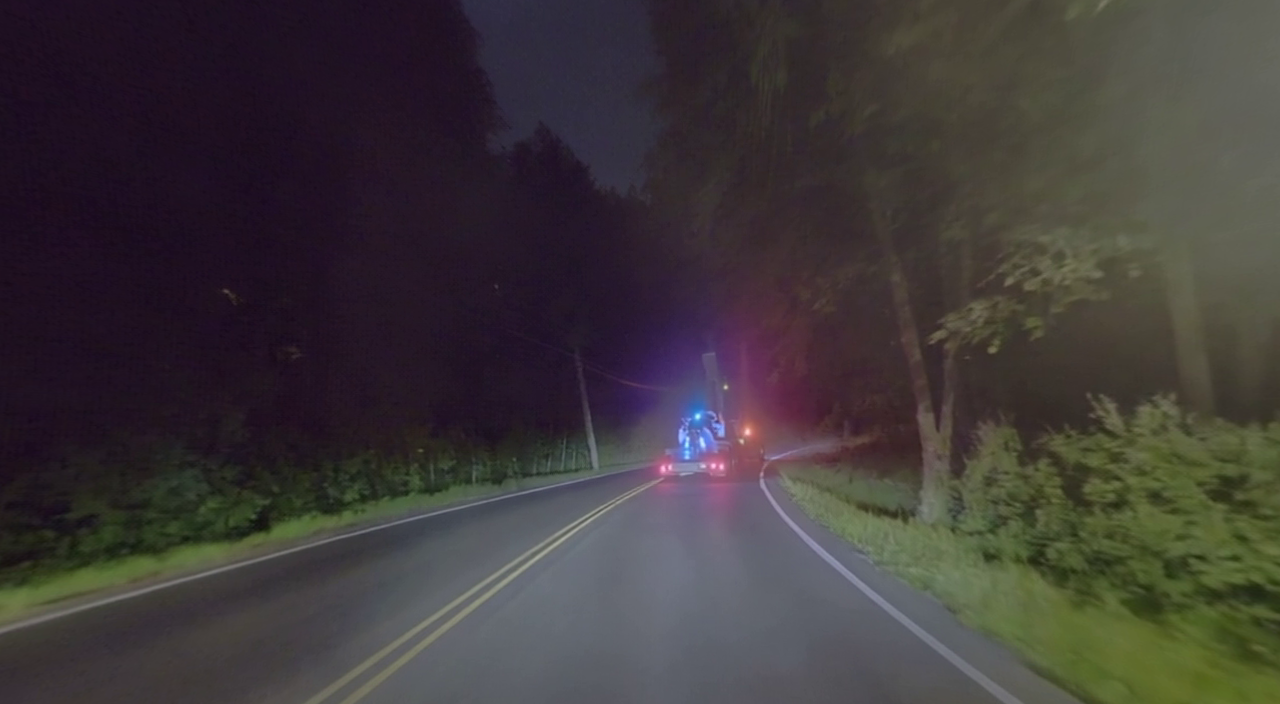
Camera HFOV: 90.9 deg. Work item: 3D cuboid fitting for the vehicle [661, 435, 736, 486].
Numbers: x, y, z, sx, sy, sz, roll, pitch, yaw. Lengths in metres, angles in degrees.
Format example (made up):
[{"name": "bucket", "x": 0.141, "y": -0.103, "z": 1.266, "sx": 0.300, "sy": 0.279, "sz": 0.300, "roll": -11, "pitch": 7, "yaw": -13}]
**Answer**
[{"name": "vehicle", "x": 1.994, "y": 3.524, "z": 20.828, "sx": 2.196, "sy": 1.465, "sz": 4.294, "roll": -1, "pitch": -8, "yaw": 7}]
